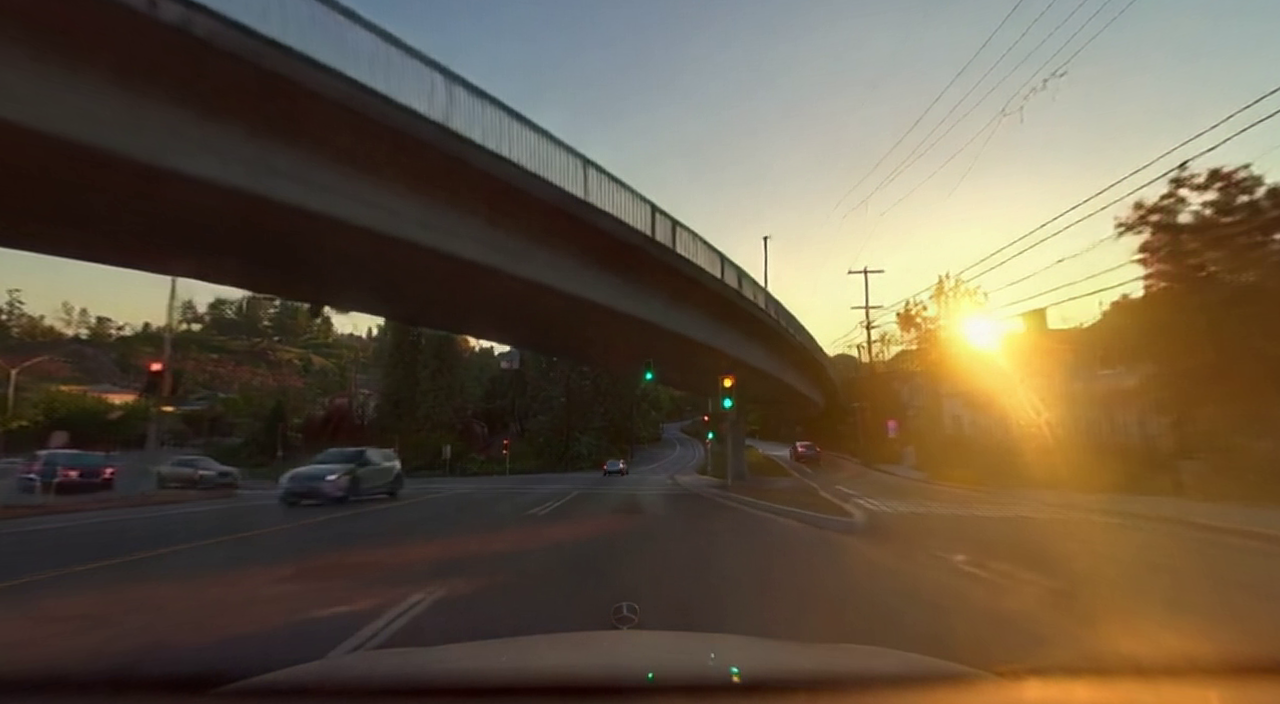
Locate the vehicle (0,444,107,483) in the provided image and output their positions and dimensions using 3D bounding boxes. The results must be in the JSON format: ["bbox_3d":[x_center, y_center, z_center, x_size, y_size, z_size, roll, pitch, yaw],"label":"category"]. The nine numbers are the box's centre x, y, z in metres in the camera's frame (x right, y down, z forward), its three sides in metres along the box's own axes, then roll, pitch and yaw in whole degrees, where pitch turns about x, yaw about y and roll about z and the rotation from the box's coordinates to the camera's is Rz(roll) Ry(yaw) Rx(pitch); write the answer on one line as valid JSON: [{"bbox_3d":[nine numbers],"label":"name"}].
[{"bbox_3d":[-28.486,5.326,30.505,4.598,1.765,1.955,-3,-9,19],"label":"vehicle"}]

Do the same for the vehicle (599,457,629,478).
[{"bbox_3d":[-1.986,9.055,49.680,1.997,1.542,4.202,-1,-8,3],"label":"vehicle"}]

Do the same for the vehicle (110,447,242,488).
[{"bbox_3d":[-19.494,4.833,26.717,3.877,1.623,2.049,1,-9,-8],"label":"vehicle"}]

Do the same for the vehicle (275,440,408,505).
[{"bbox_3d":[-8.484,3.433,18.429,1.886,1.654,4.037,0,-8,0],"label":"vehicle"}]
